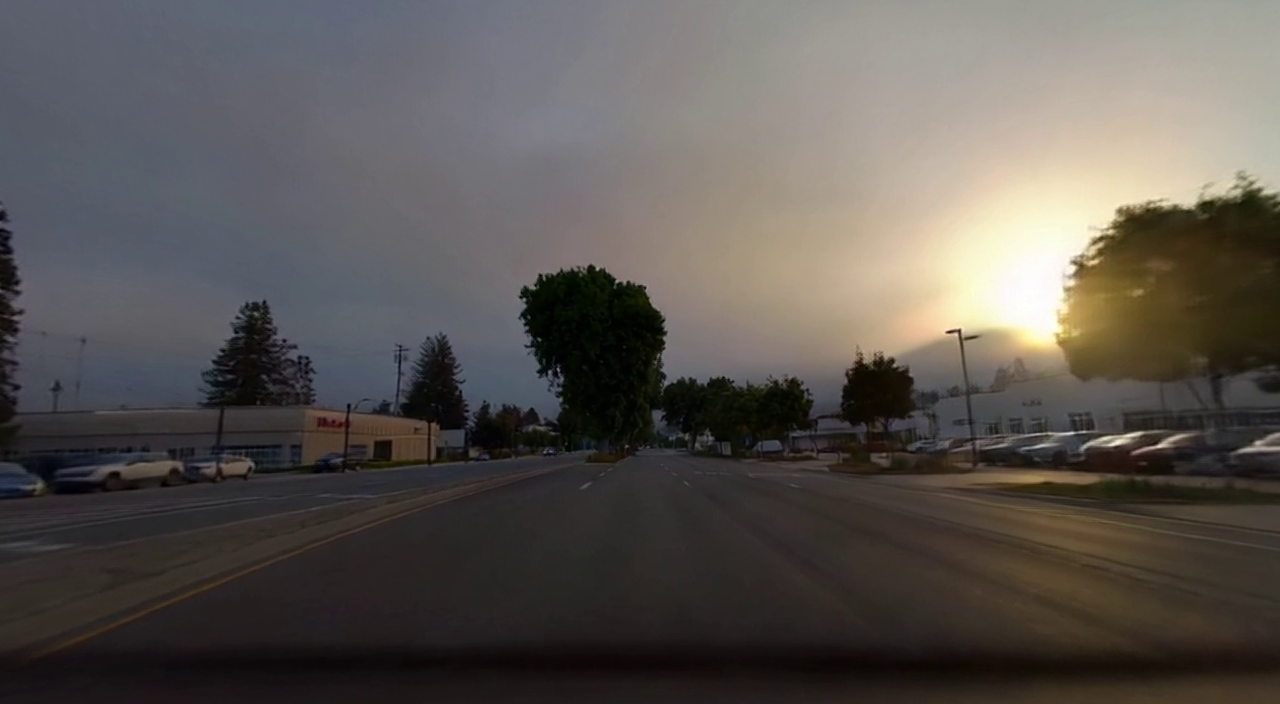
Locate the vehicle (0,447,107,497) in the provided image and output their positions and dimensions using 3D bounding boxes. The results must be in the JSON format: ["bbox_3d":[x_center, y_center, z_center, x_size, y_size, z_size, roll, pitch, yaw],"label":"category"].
[{"bbox_3d":[-24.905,4.862,25.345,5.065,1.765,2.218,-4,-8,0],"label":"vehicle"}]

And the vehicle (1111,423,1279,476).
[{"bbox_3d":[20.930,3.657,23.740,4.845,1.833,2.132,-5,-10,31],"label":"vehicle"}]
